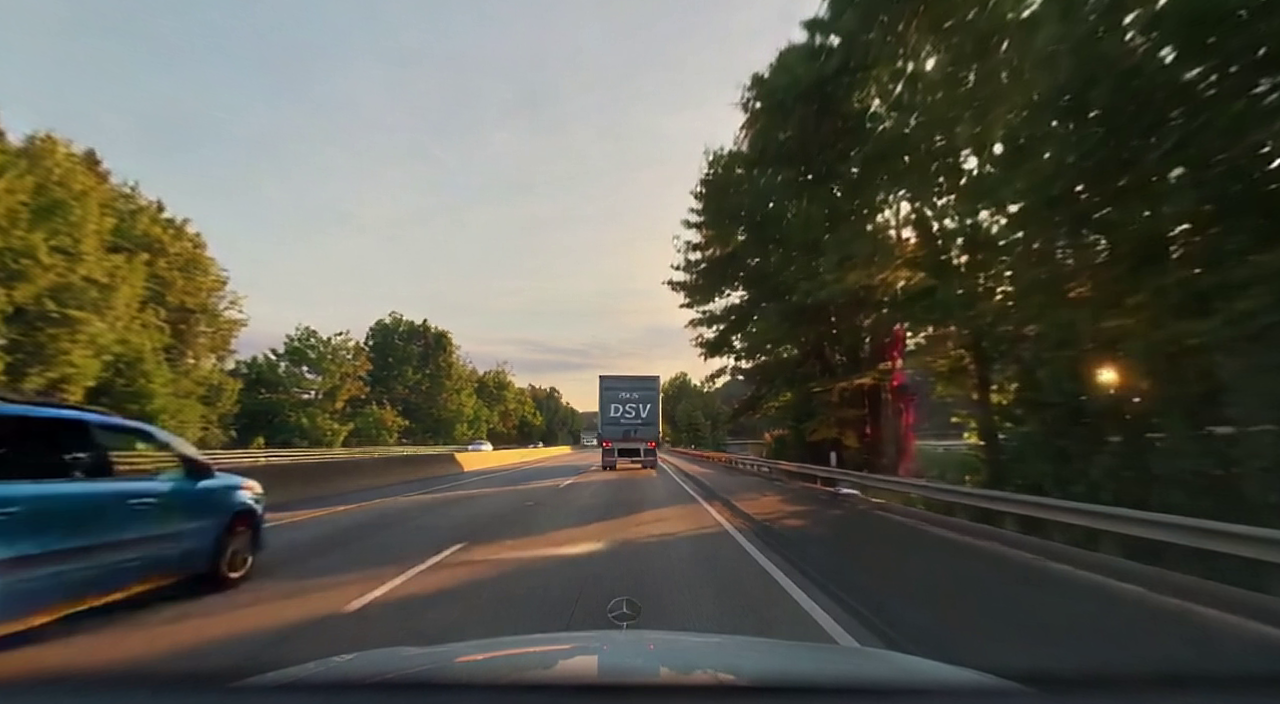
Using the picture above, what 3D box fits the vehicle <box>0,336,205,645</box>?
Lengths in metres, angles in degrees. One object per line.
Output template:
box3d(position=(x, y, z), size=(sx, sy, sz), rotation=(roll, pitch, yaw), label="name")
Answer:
box3d(position=(-4.777, 0.714, 3.023), size=(2.086, 1.778, 4.544), rotation=(0, -8, 0), label="vehicle")

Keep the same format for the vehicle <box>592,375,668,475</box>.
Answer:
box3d(position=(-0.542, 3.620, 30.083), size=(2.969, 3.957, 10.270), rotation=(0, -8, -2), label="vehicle")
